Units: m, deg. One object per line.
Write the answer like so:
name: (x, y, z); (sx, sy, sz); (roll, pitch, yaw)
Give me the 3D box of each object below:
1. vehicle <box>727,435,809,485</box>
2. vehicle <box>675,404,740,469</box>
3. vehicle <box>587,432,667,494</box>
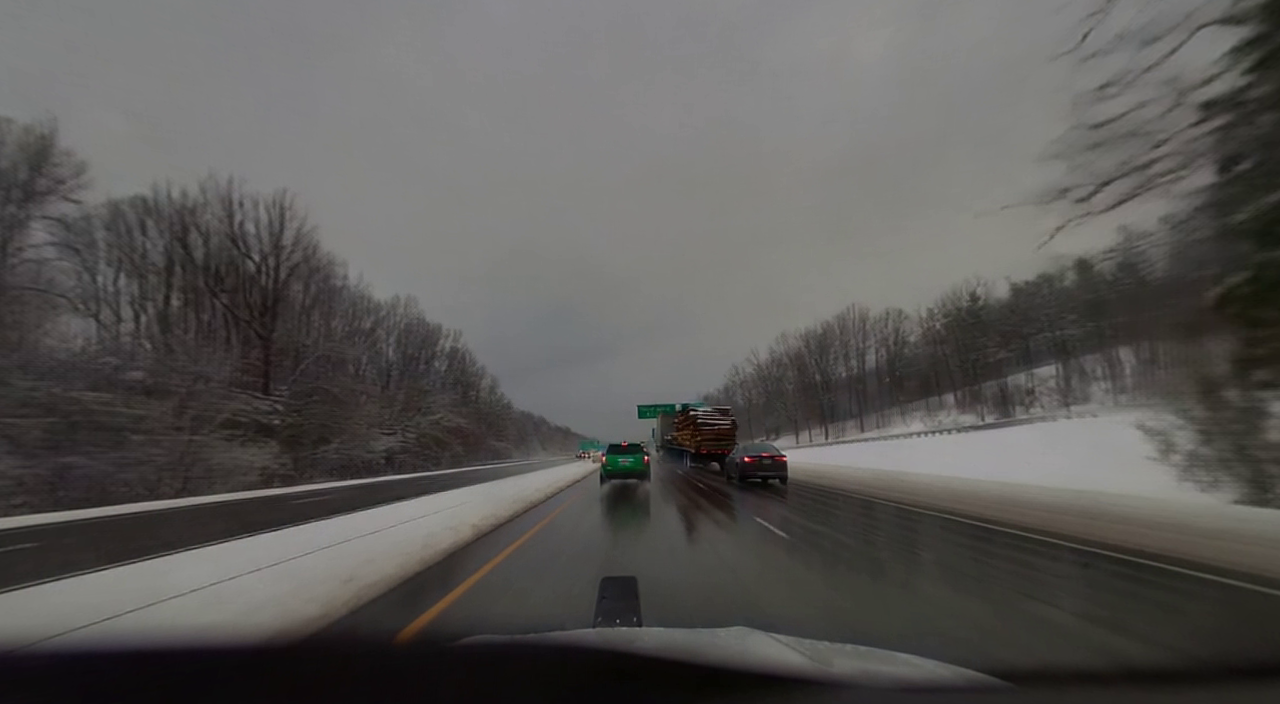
vehicle: (4.693, 4.041, 23.721); (2.057, 1.660, 4.525); (0, -9, -1)
vehicle: (4.317, 5.740, 42.259); (3.125, 3.895, 8.461); (0, -9, -2)
vehicle: (-0.401, 3.435, 19.665); (2.263, 1.699, 3.936); (0, -9, -1)
